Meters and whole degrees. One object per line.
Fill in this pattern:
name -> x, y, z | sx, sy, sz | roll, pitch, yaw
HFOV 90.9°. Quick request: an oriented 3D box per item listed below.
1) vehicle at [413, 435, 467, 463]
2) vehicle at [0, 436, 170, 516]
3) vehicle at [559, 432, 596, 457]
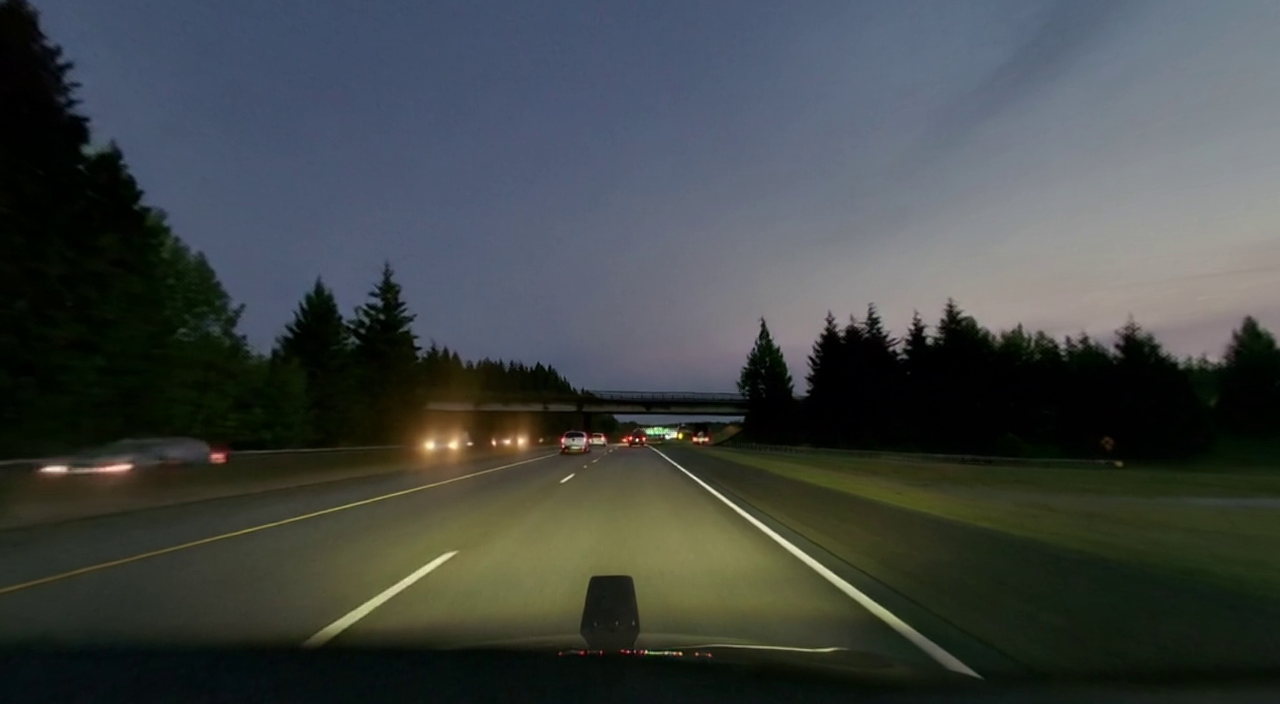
vehicle -> -12.901, 6.291, 40.927 | 1.877, 1.696, 5.004 | 0, -8, 0
vehicle -> -12.416, 2.545, 13.470 | 1.725, 1.446, 3.914 | 0, -8, -1
vehicle -> -4.266, 6.398, 43.673 | 2.169, 1.588, 4.264 | 0, -8, 0
